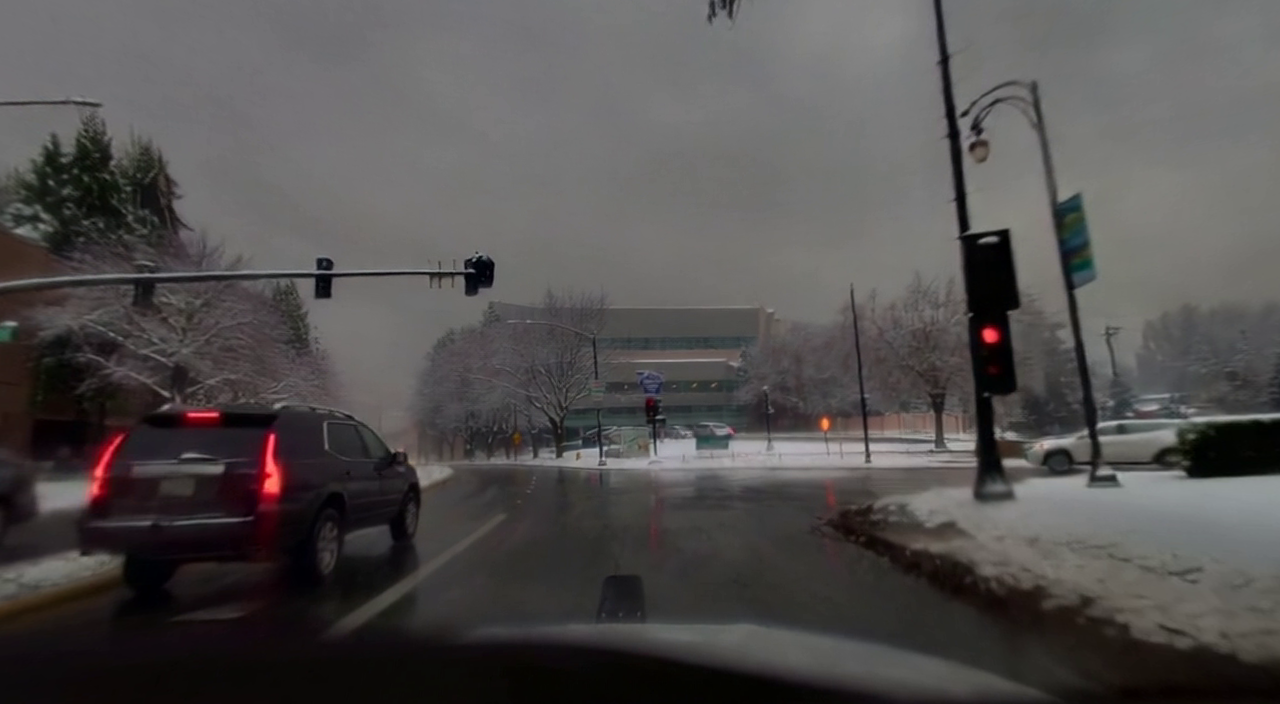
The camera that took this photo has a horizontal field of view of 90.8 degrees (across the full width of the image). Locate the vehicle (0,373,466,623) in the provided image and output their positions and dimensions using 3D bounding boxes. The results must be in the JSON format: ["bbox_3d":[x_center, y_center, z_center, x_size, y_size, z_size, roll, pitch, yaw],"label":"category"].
[{"bbox_3d":[-3.734,1.429,7.164,2.134,1.799,5.082,0,-9,-1],"label":"vehicle"}]

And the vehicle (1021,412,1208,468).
[{"bbox_3d":[16.745,3.192,22.692,4.857,1.803,2.147,-4,-10,23],"label":"vehicle"}]
